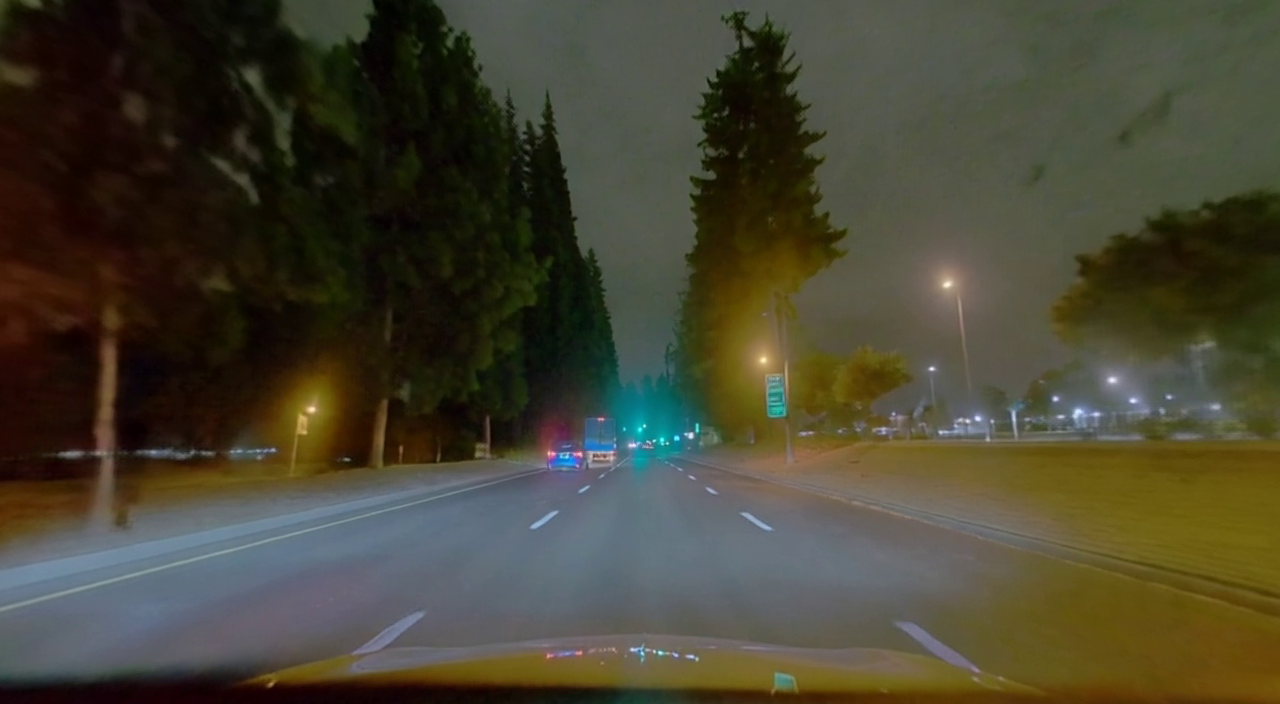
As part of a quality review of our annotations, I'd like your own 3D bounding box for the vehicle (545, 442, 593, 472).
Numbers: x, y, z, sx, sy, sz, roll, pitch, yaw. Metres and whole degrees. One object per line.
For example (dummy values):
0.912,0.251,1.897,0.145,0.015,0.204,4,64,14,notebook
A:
-3.689,5.543,33.511,2.005,1.462,4.345,0,-8,1,vehicle
